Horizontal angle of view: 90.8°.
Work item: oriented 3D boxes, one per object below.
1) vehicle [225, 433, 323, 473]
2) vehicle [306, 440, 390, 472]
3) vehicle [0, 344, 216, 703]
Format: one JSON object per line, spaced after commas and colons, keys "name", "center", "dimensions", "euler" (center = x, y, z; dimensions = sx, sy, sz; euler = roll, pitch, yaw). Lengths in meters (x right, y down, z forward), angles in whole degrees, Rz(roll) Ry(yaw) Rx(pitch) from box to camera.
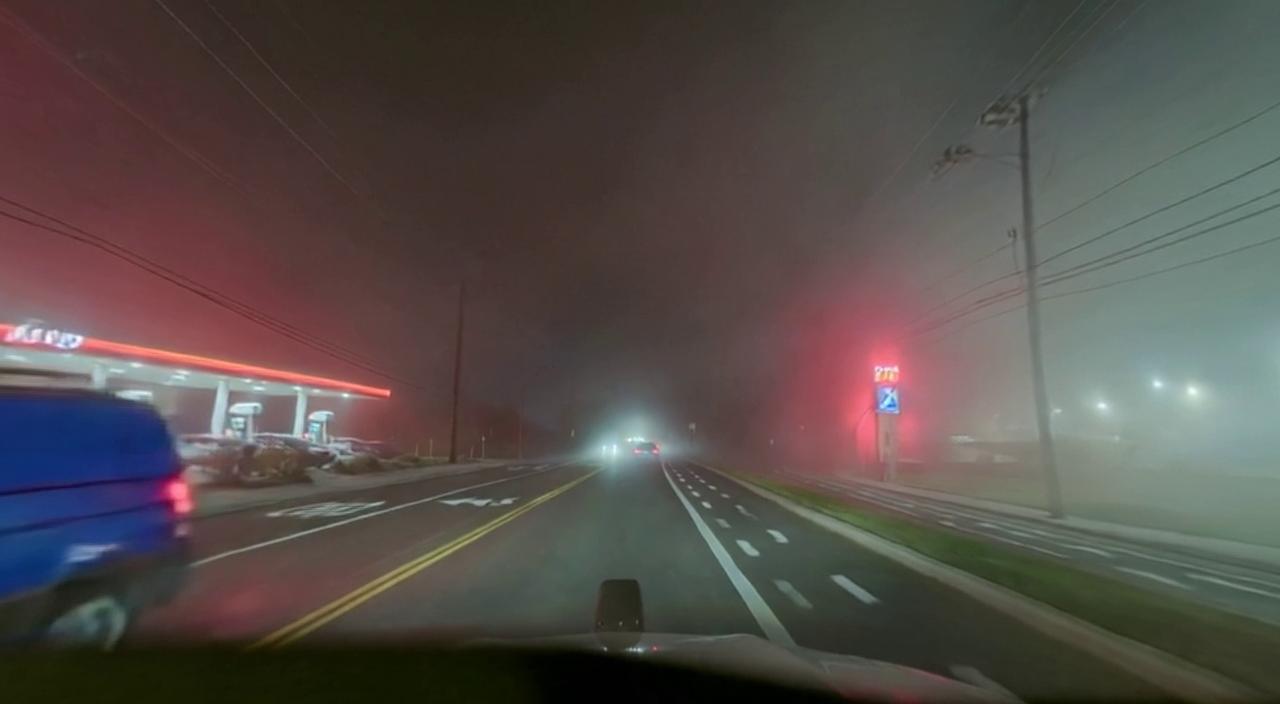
{"name": "vehicle", "center": [-17.169, 4.726, 29.910], "dimensions": [1.928, 1.708, 4.344], "euler": [0, -8, 1]}
{"name": "vehicle", "center": [-14.058, 5.011, 30.769], "dimensions": [1.947, 1.435, 4.606], "euler": [0, -8, -1]}
{"name": "vehicle", "center": [-4.157, 0.752, 1.962], "dimensions": [2.274, 1.844, 4.843], "euler": [0, -8, 0]}
